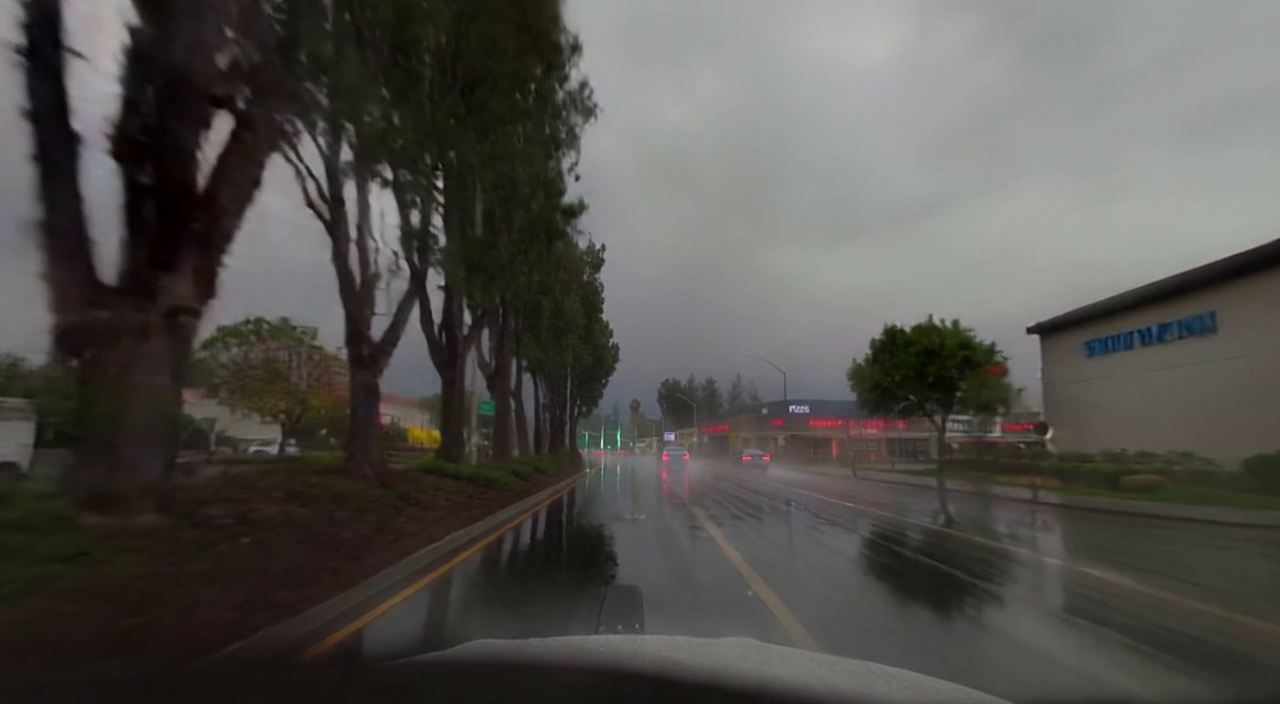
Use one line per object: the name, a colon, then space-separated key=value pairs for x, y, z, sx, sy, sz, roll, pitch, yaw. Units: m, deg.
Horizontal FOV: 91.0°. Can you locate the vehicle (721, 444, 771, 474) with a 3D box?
vehicle: x=5.827 y=5.923 z=35.098 sx=1.886 sy=1.528 sz=4.169 roll=1 pitch=-9 yaw=-2

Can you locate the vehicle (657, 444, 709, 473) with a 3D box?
vehicle: x=2.244 y=5.783 z=34.312 sx=2.256 sy=1.451 sz=4.313 roll=1 pitch=-9 yaw=-3

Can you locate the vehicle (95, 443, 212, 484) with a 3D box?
vehicle: x=-19.867 y=4.543 z=25.934 sx=1.730 sy=1.516 sz=3.847 roll=0 pitch=-9 yaw=0
